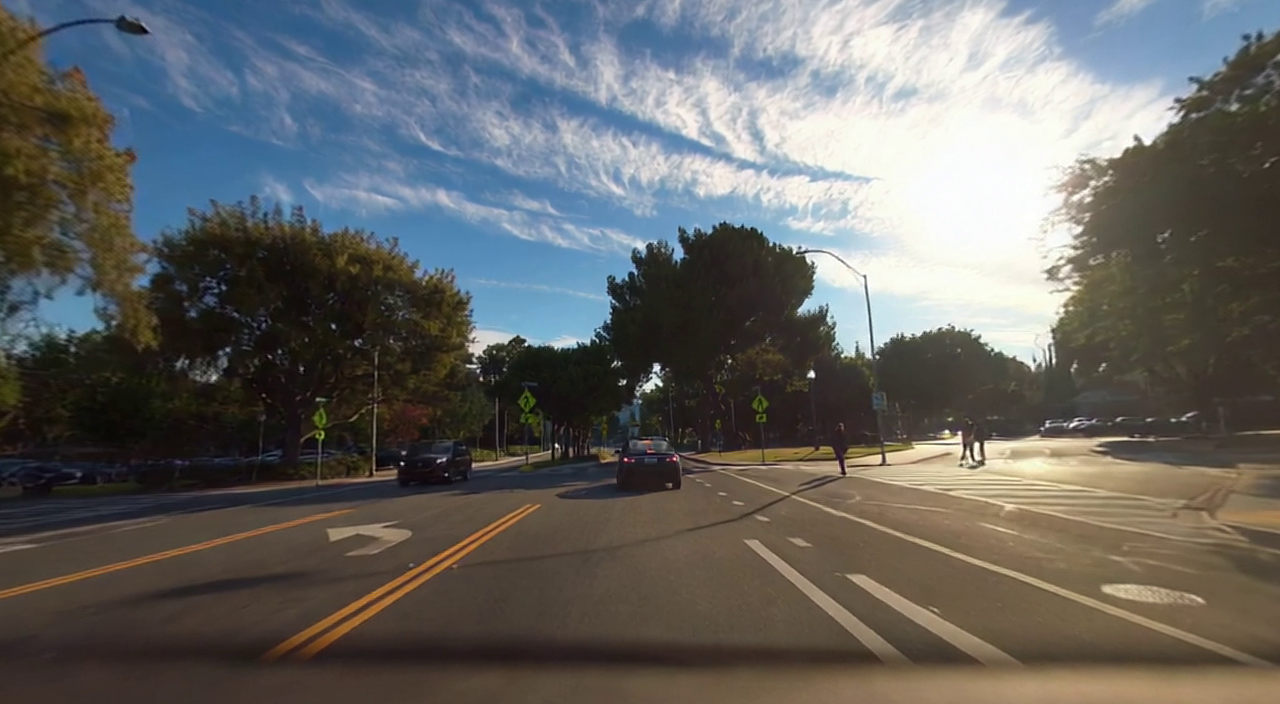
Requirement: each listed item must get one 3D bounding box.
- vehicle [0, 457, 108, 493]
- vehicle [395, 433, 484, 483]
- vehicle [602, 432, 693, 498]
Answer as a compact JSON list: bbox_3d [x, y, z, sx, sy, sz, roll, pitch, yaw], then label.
[{"bbox_3d":[-30.332,6.241,32.379,2.024,1.558,4.830,0,-8,-3],"label":"vehicle"},{"bbox_3d":[-8.537,4.548,27.429,2.179,1.933,5.034,0,-8,0],"label":"vehicle"},{"bbox_3d":[0.133,3.051,17.579,2.221,1.570,4.398,0,-8,-1],"label":"vehicle"}]
